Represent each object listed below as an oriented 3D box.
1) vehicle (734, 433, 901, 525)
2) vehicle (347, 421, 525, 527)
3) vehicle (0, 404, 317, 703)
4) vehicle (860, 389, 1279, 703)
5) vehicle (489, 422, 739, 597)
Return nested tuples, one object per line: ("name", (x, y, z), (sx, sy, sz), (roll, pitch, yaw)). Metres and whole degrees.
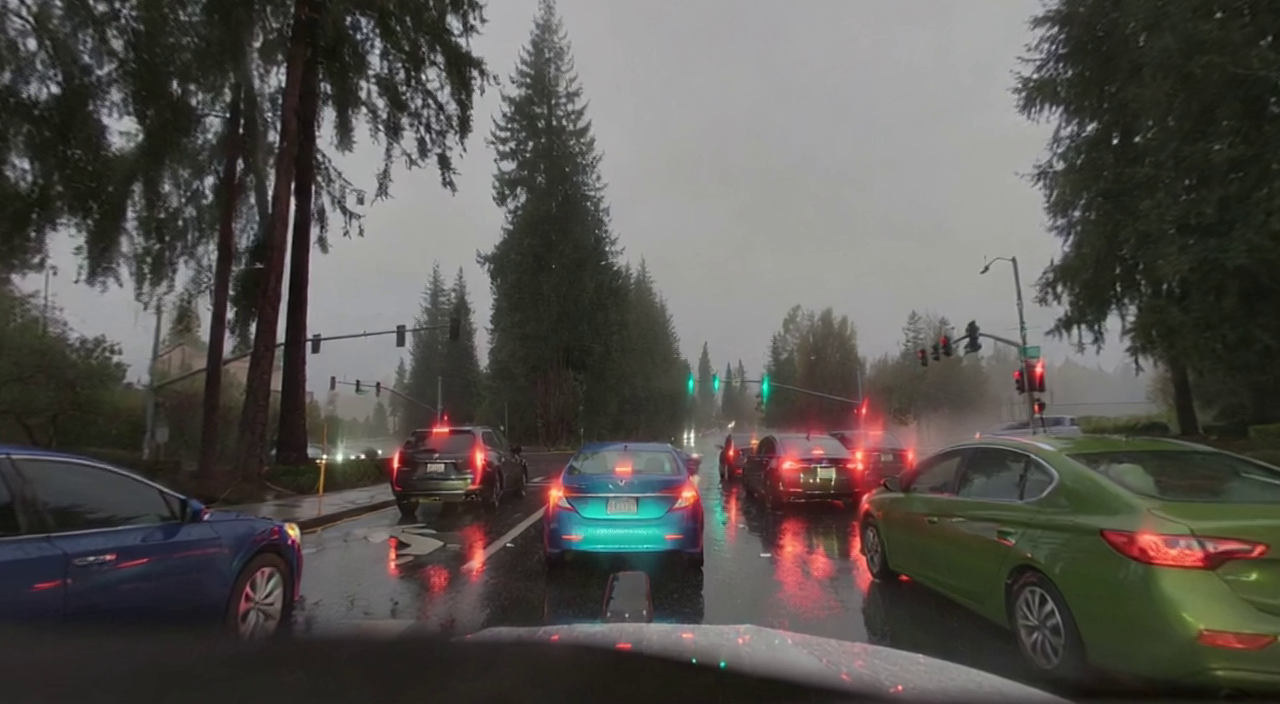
("vehicle", (3.174, 2.336, 12.327), (1.975, 1.460, 4.357), (0, -8, 0))
("vehicle", (-3.731, 2.313, 12.478), (1.961, 1.714, 4.268), (0, -8, 2))
("vehicle", (-3.654, 1.021, 2.995), (1.935, 1.482, 4.433), (0, -8, -1))
("vehicle", (3.132, 1.151, 4.055), (1.903, 1.480, 4.270), (0, -8, 0))
("vehicle", (-0.259, 1.640, 7.403), (2.147, 1.479, 3.803), (0, -8, -1))
